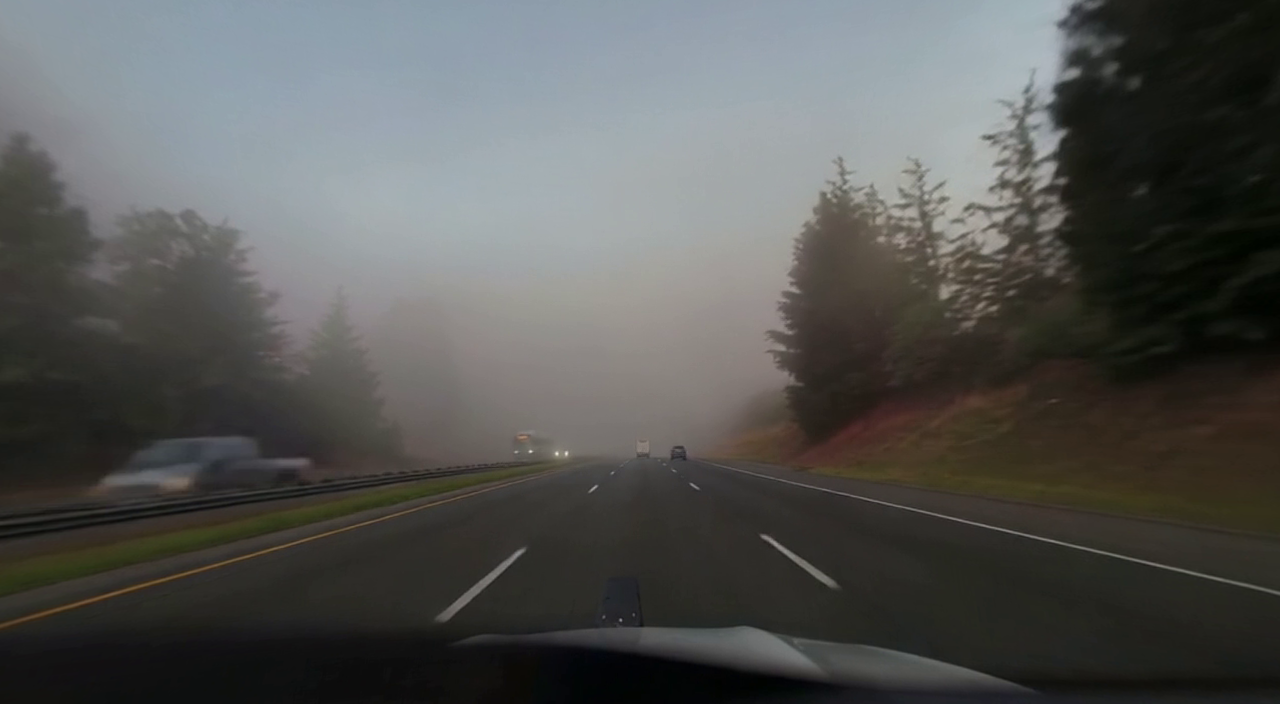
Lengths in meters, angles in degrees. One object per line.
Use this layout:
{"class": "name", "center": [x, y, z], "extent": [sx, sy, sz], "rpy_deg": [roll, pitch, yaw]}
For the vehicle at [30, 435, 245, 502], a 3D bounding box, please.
{"class": "vehicle", "center": [-12.745, 2.973, 16.481], "extent": [2.020, 1.502, 4.338], "rpy_deg": [0, -9, 0]}
